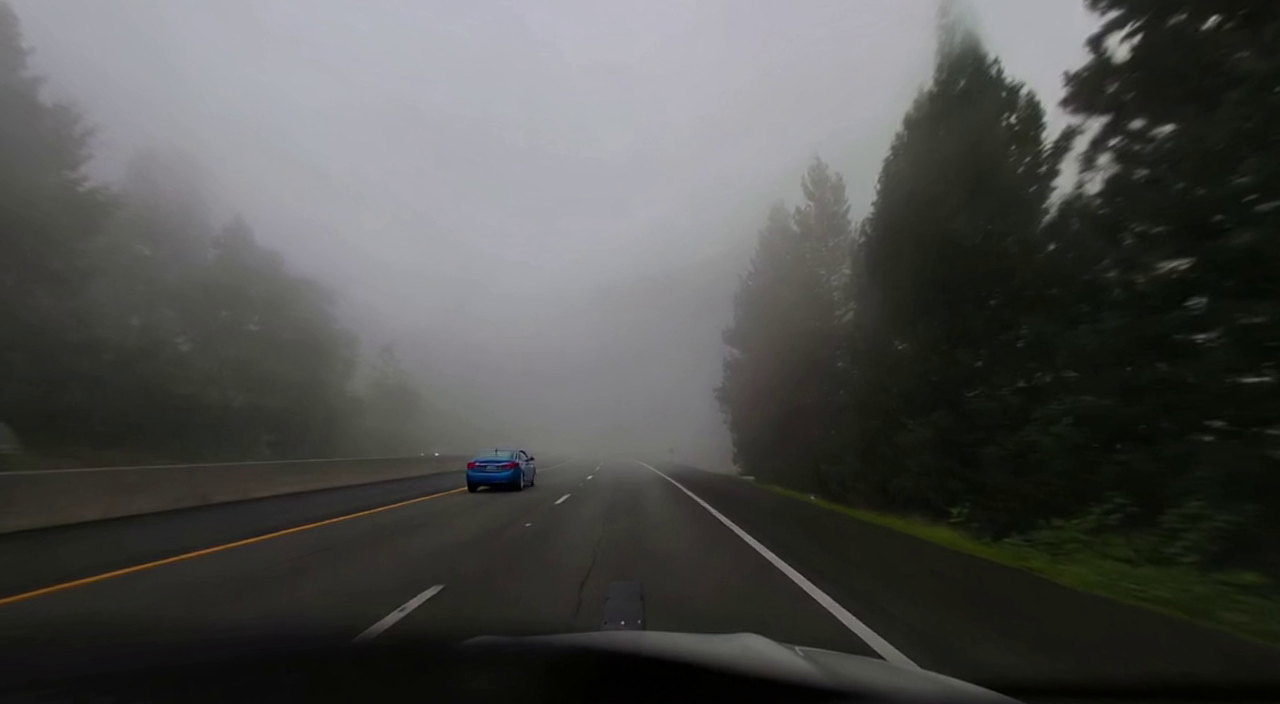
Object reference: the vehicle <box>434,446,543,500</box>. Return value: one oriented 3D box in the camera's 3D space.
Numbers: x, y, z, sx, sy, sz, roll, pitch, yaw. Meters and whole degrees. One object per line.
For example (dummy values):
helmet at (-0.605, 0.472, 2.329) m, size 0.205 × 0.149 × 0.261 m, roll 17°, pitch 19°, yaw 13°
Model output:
vehicle at (-4.354, 3.544, 18.910) m, size 2.126 × 1.411 × 4.433 m, roll 0°, pitch -9°, yaw 1°
